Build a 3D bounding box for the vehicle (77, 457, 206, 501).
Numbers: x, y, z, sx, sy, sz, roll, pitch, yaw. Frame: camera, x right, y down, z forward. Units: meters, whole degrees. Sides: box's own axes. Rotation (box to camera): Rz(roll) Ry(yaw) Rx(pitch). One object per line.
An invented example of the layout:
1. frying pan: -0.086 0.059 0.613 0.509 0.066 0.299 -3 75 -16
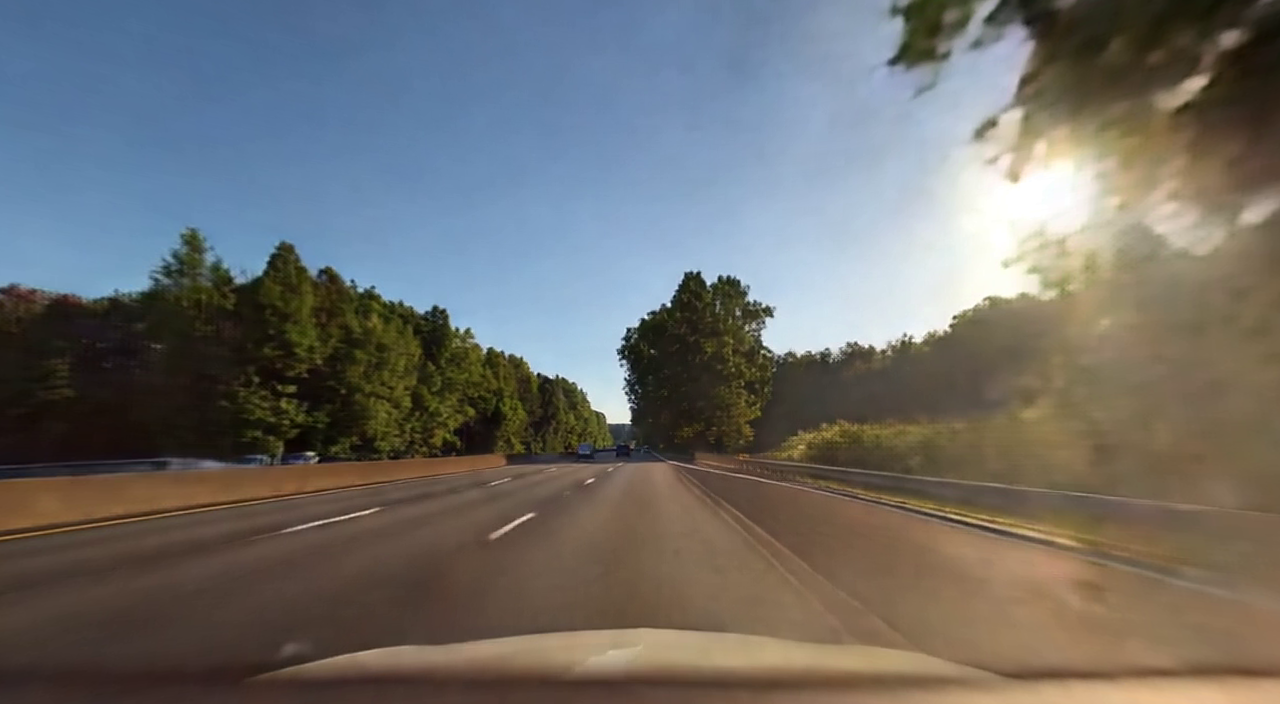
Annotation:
1. vehicle: -19.287 4.894 24.596 1.743 1.431 3.925 1 -8 1
